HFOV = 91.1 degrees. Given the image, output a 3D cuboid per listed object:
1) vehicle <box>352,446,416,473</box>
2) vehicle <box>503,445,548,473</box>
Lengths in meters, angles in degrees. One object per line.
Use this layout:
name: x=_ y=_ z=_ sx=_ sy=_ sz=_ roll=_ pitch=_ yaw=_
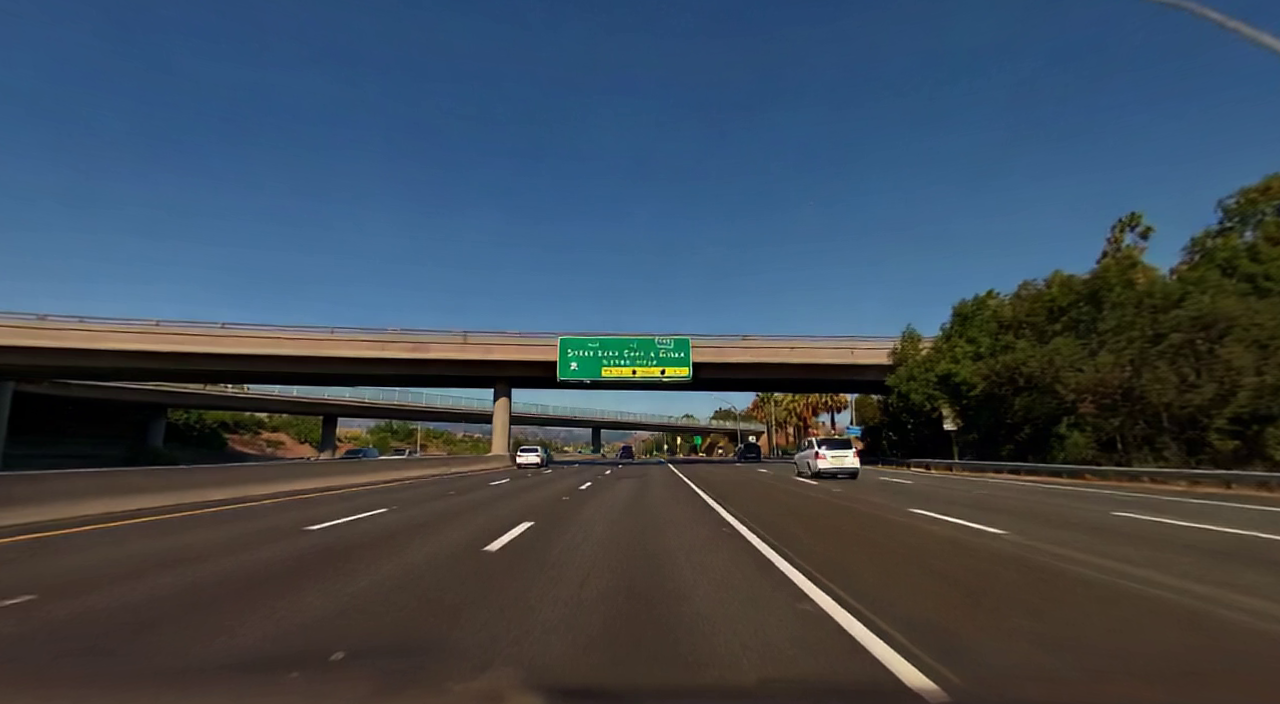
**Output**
vehicle: x=-15.689 y=6.604 z=38.757 sx=2.016 sy=1.537 sz=4.602 roll=0 pitch=-8 yaw=1
vehicle: x=-7.008 y=6.596 z=38.863 sx=1.935 sy=1.633 sz=3.955 roll=0 pitch=-8 yaw=1
